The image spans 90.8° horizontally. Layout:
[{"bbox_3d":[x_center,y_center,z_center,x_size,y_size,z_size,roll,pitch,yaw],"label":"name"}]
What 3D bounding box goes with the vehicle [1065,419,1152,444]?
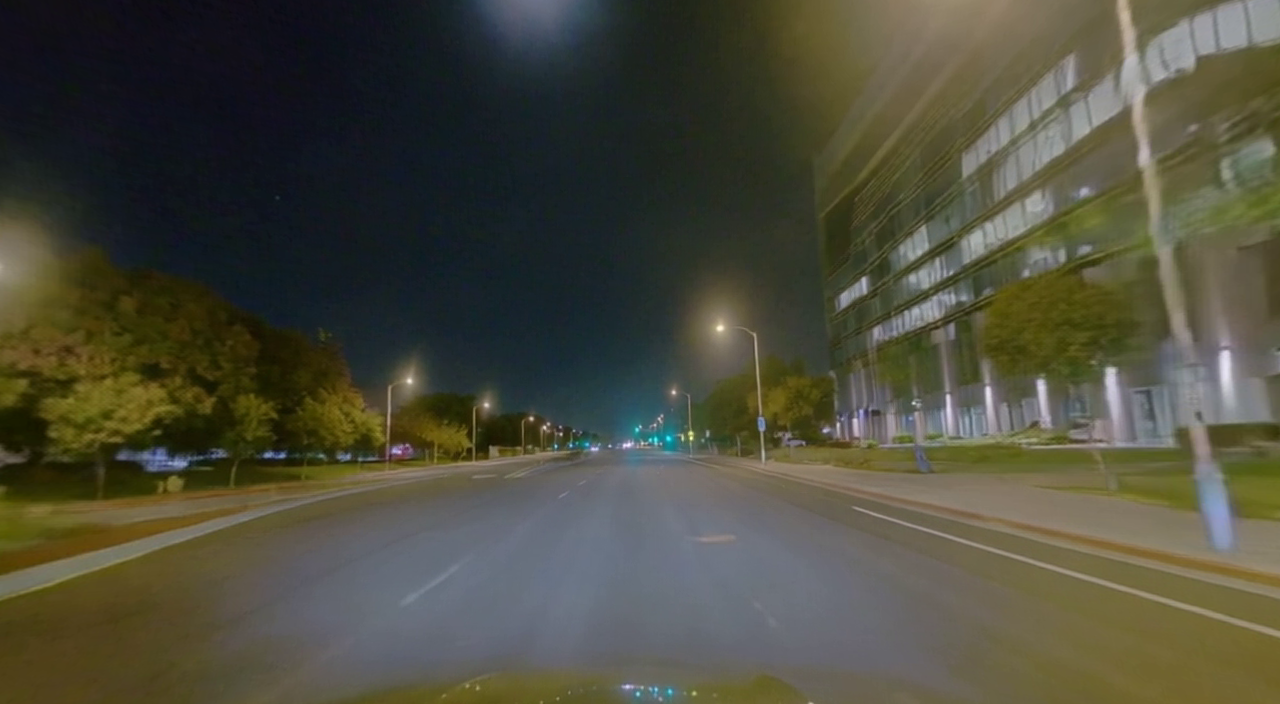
[{"bbox_3d":[32.685,5.577,44.146,4.531,1.672,1.895,0,-8,0],"label":"vehicle"}]
